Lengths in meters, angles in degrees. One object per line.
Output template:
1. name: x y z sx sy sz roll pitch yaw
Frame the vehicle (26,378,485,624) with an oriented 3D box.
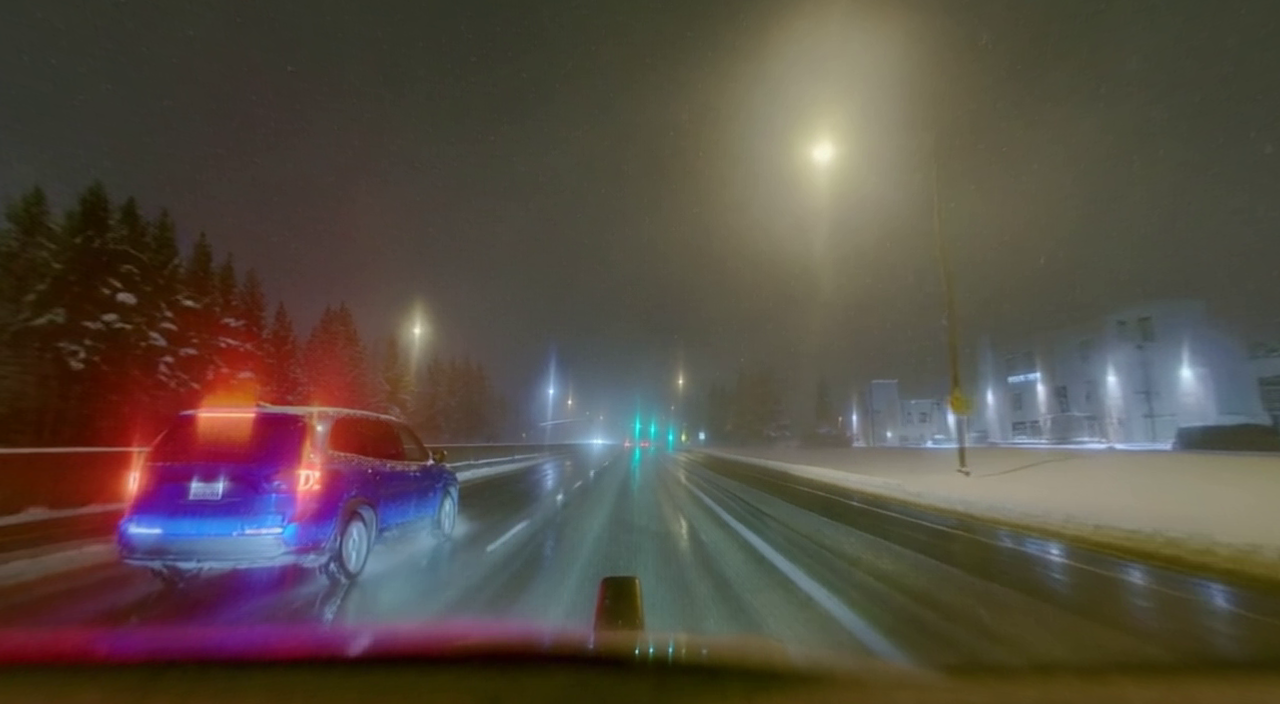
1. vehicle: -3.249 1.366 6.719 2.033 1.713 4.503 0 -8 0

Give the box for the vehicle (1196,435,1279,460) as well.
1. vehicle: 37.466 5.899 38.887 4.447 1.464 1.793 0 -8 0
